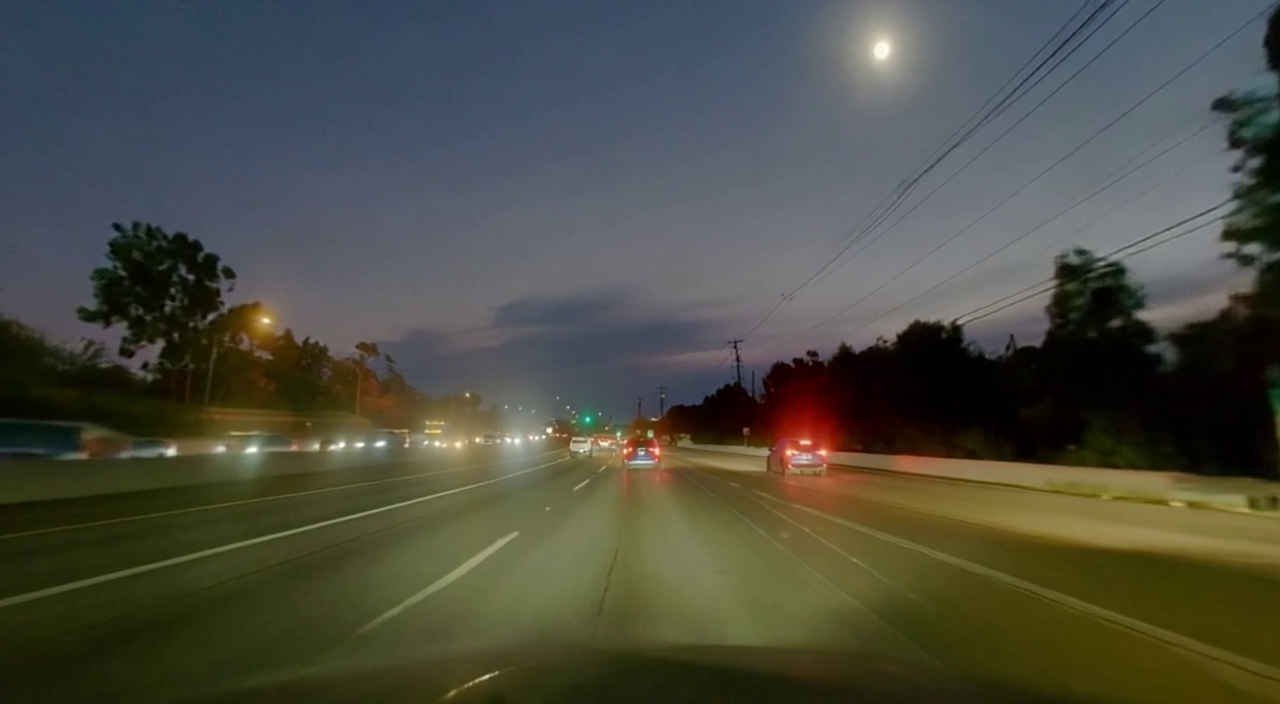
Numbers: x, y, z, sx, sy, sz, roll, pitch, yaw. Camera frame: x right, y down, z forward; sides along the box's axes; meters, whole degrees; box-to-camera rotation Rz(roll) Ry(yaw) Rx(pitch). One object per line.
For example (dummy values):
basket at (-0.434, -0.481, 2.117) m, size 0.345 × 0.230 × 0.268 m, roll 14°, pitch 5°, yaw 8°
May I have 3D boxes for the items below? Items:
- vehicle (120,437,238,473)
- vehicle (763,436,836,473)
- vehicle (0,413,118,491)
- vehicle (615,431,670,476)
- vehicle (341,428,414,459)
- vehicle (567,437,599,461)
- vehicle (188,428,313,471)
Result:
vehicle at (-20.305, 4.527, 28.067) m, size 1.827 × 1.436 × 4.593 m, roll 0°, pitch -8°, yaw -1°
vehicle at (7.996, 5.184, 32.232) m, size 2.099 × 1.720 × 4.829 m, roll 1°, pitch -8°, yaw -5°
vehicle at (-16.055, 2.394, 15.126) m, size 2.228 × 1.808 × 5.608 m, roll 0°, pitch -8°, yaw 0°
vehicle at (0.079, 4.370, 27.263) m, size 2.192 × 1.769 × 4.287 m, roll 0°, pitch -8°, yaw -1°
vehicle at (-16.646, 5.868, 40.428) m, size 2.188 × 1.786 × 5.759 m, roll 0°, pitch -8°, yaw 0°
vehicle at (-4.288, 7.376, 48.149) m, size 2.130 × 1.685 × 4.341 m, roll 0°, pitch -8°, yaw -1°
vehicle at (-16.507, 4.163, 27.136) m, size 2.175 × 1.653 × 4.993 m, roll 0°, pitch -8°, yaw 0°
